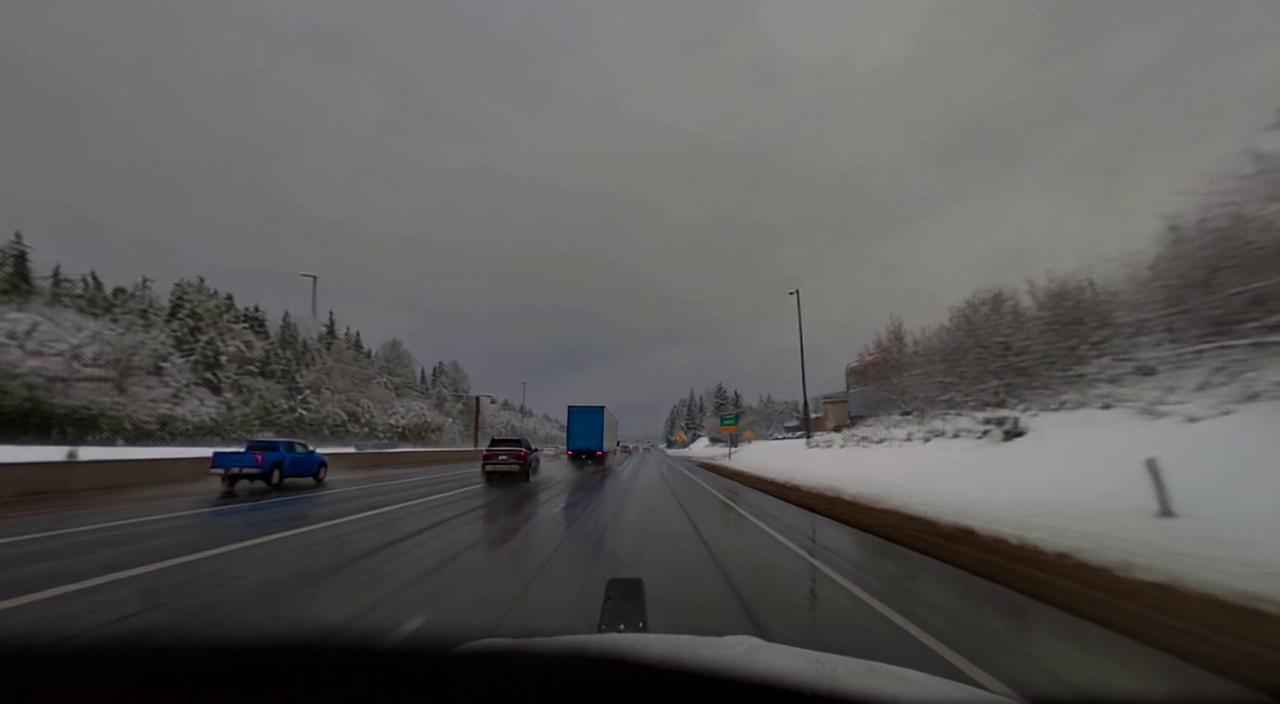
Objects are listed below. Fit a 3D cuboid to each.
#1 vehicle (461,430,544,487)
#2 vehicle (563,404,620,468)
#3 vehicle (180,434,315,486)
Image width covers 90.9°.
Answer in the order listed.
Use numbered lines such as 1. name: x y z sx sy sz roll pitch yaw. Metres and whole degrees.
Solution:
1. vehicle: -4.887 3.846 23.047 2.058 1.840 4.443 0 -8 -1
2. vehicle: -3.250 6.216 46.191 2.905 4.037 12.921 0 -8 1
3. vehicle: -14.209 3.926 23.215 1.997 1.695 4.492 0 -8 1
